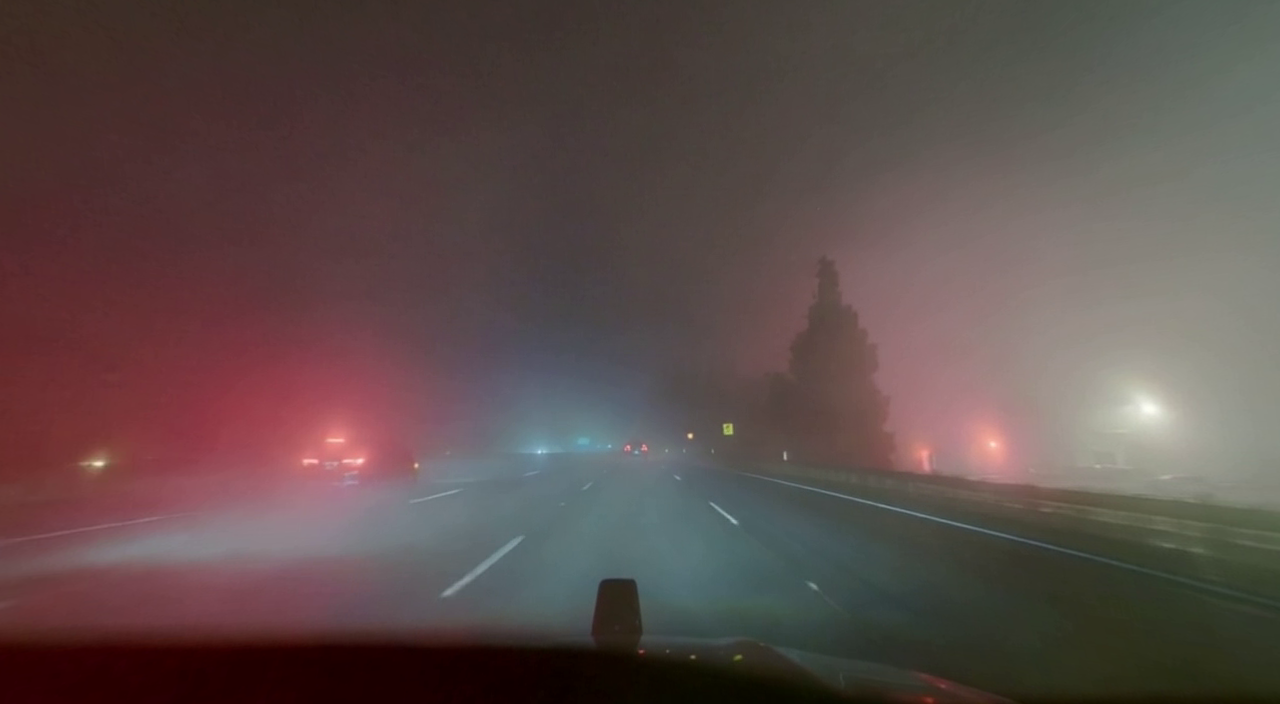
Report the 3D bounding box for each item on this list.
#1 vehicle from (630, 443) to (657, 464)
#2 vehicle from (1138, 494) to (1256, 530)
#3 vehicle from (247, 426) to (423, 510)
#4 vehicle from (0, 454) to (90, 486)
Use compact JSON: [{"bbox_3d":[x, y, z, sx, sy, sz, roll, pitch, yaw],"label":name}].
[{"bbox_3d":[0.230,7.984,49.742,2.021,1.528,4.154,0,-8,-1],"label":"vehicle"},{"bbox_3d":[33.030,9.476,37.593,1.821,1.548,4.860,5,-10,-33],"label":"vehicle"},{"bbox_3d":[-7.439,2.869,16.115,2.032,1.808,4.776,0,-8,1],"label":"vehicle"},{"bbox_3d":[-32.505,6.274,33.860,1.814,1.477,4.544,0,-8,1],"label":"vehicle"}]
